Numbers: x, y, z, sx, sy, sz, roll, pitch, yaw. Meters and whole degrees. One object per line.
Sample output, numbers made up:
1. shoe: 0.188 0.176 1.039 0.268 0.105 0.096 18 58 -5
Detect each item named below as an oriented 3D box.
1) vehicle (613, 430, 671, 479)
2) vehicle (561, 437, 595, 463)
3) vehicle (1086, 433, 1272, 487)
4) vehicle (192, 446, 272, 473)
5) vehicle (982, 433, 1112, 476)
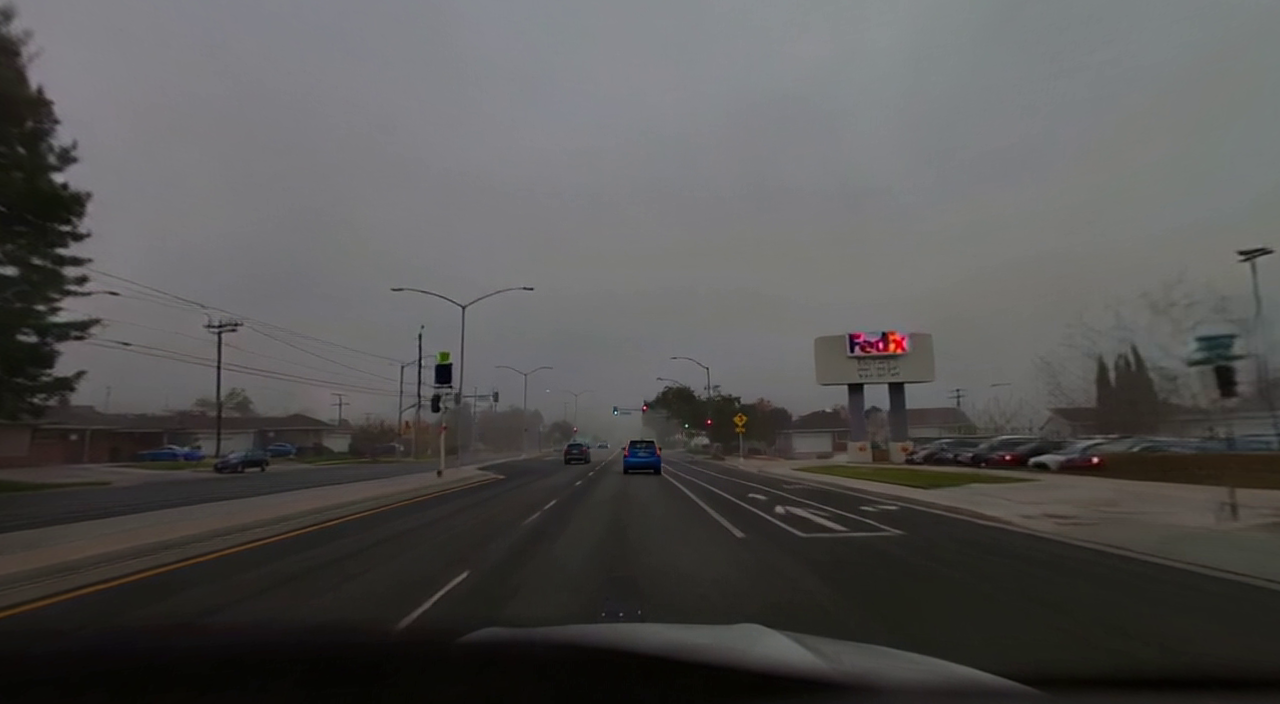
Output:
1. vehicle: 0.025 4.410 27.456 2.273 1.909 5.075 0 -9 -1
2. vehicle: -4.645 7.409 47.858 2.202 1.856 4.516 0 -9 -1
3. vehicle: 18.332 3.671 21.666 4.417 1.717 2.073 0 -9 -1
4. vehicle: -26.353 6.974 41.047 2.031 1.622 4.722 0 -9 0
5. vehicle: 18.478 4.654 28.815 4.475 1.838 2.058 0 -9 -3
